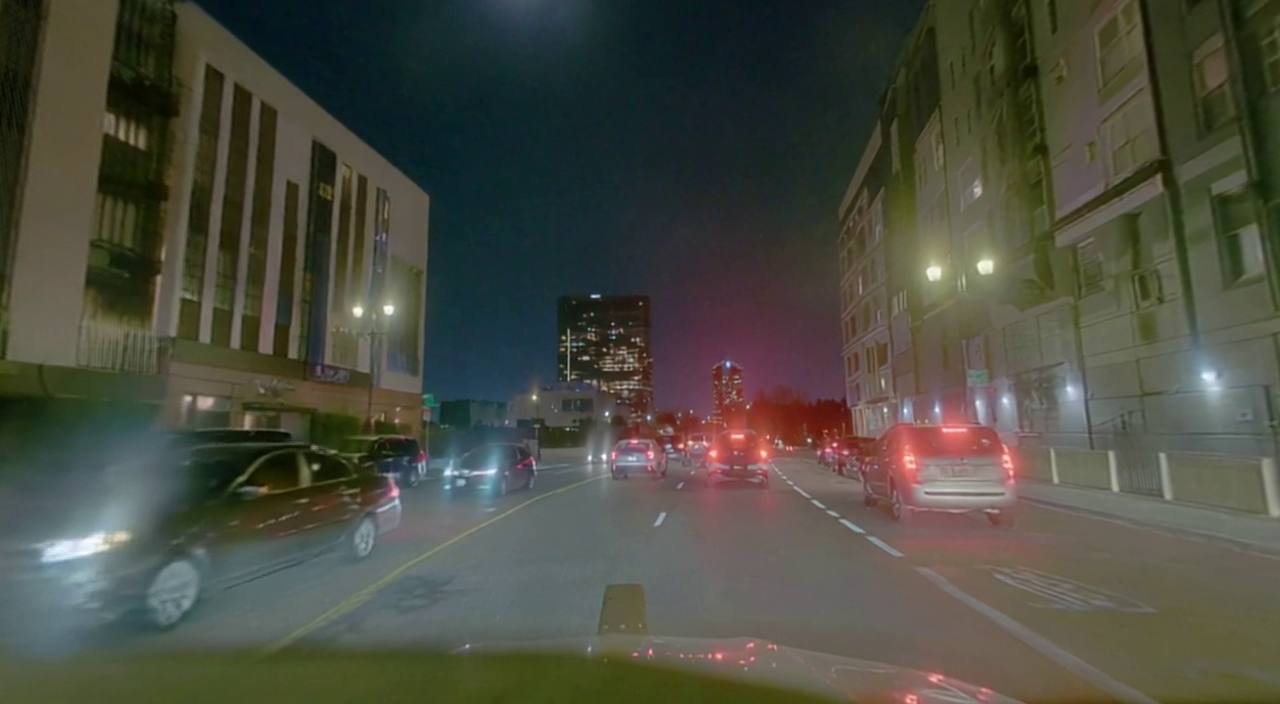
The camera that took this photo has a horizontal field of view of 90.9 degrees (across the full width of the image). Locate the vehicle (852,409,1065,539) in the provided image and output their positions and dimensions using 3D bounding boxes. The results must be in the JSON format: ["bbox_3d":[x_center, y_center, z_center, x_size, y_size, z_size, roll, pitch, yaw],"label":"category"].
[{"bbox_3d":[5.179,2.016,11.079,2.088,1.775,4.454,-1,-8,10],"label":"vehicle"}]

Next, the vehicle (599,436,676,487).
[{"bbox_3d":[0.028,3.502,20.495,2.031,1.461,3.763,-1,-8,7],"label":"vehicle"}]

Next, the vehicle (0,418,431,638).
[{"bbox_3d":[-4.129,1.548,6.728,2.028,1.478,4.682,0,-8,2],"label":"vehicle"}]

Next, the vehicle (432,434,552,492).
[{"bbox_3d":[-4.424,3.387,19.666,2.086,1.565,4.281,-2,-8,10],"label":"vehicle"}]

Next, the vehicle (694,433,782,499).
[{"bbox_3d":[2.597,2.931,16.662,1.982,1.510,4.144,-1,-8,9],"label":"vehicle"}]
